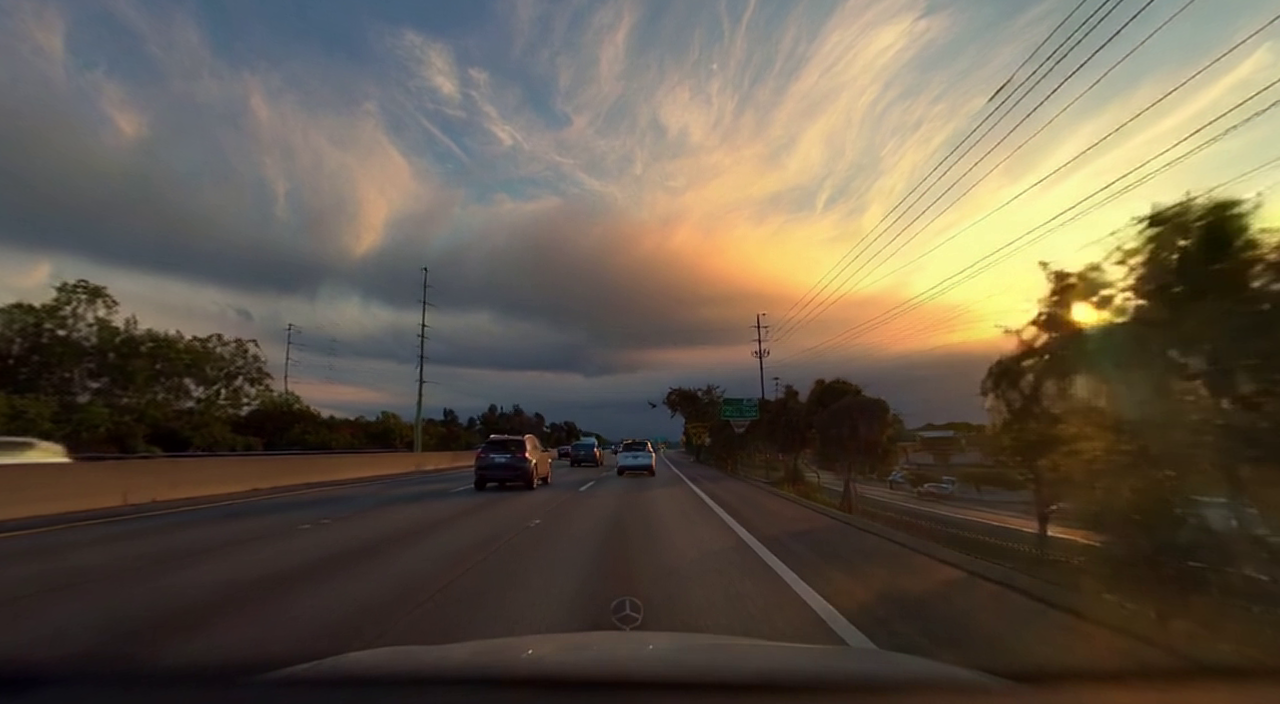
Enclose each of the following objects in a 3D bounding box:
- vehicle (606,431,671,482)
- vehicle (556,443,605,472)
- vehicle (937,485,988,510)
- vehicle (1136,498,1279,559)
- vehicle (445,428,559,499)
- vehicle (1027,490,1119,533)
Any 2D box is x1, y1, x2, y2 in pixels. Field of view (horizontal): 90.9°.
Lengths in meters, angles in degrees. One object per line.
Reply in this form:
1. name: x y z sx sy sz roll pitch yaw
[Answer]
1. vehicle: -0.010 4.090 24.918 2.319 1.813 4.274 0 -8 1
2. vehicle: -3.151 5.734 34.469 2.092 1.464 4.466 0 -8 2
3. vehicle: 24.421 10.997 47.912 1.985 1.513 4.339 -1 -8 6
4. vehicle: 21.654 6.661 24.162 1.820 1.768 4.621 -2 -10 6
5. vehicle: -3.737 3.123 18.044 2.104 1.754 4.515 0 -8 2
6. vehicle: 22.092 8.118 32.448 1.826 1.625 4.758 -1 -8 7
